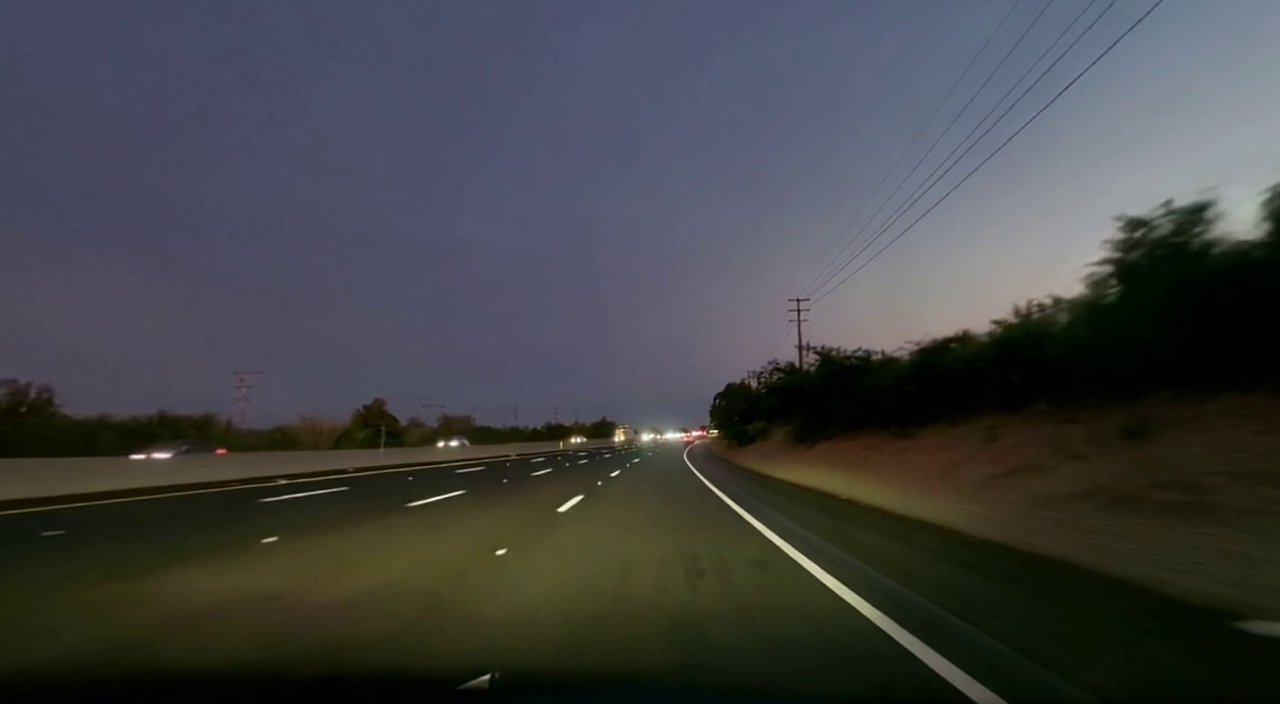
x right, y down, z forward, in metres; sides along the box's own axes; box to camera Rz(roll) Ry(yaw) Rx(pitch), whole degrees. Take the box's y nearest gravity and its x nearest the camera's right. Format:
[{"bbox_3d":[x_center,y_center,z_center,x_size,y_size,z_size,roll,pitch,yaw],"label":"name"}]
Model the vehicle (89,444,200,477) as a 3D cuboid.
[{"bbox_3d":[-24.858,5.425,31.877,1.819,1.501,4.466,-1,-8,3],"label":"vehicle"}]
